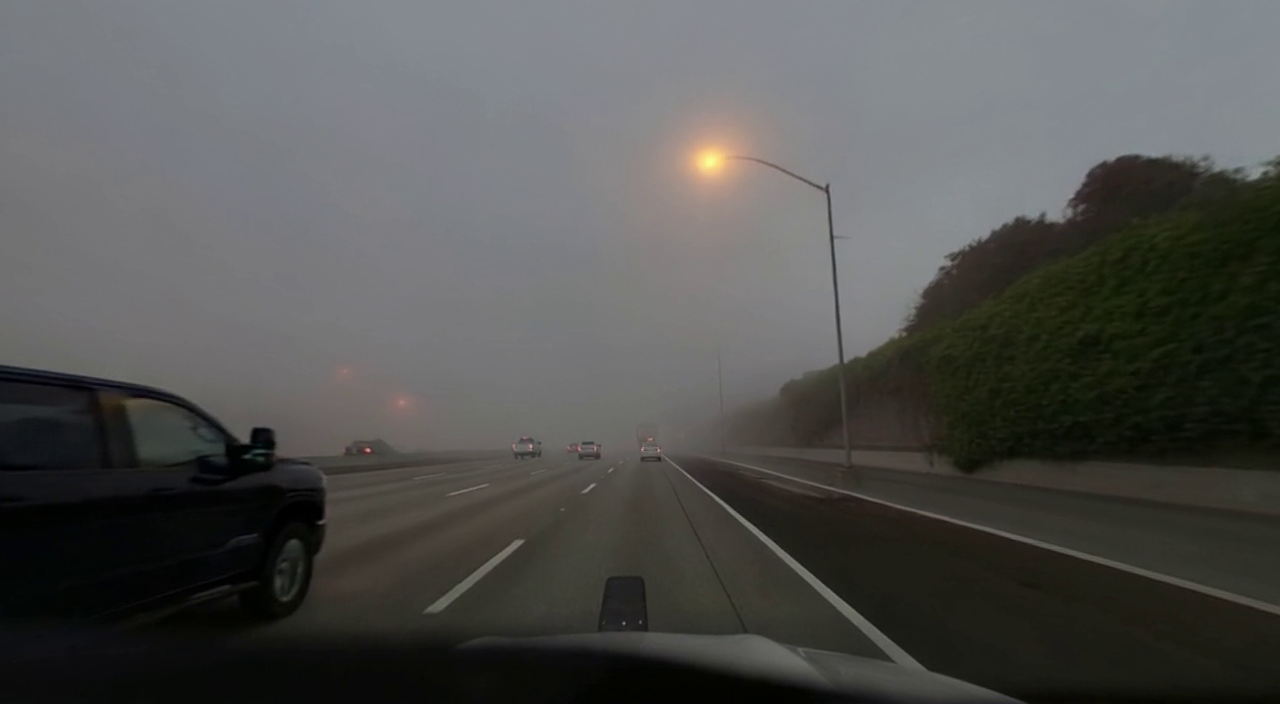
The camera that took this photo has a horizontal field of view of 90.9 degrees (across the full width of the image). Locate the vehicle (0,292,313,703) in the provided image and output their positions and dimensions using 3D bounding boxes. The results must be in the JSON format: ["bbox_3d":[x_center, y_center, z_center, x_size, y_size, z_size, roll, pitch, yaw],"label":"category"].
[{"bbox_3d":[-3.232,0.634,1.633,2.124,1.787,4.830,0,-8,1],"label":"vehicle"}]

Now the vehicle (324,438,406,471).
[{"bbox_3d":[-13.564,5.065,31.443,1.952,1.469,4.639,0,-8,1],"label":"vehicle"}]

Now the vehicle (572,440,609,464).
[{"bbox_3d":[-3.143,6.448,40.889,2.056,1.480,4.022,0,-8,1],"label":"vehicle"}]

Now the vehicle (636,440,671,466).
[{"bbox_3d":[0.804,6.213,39.111,2.073,1.480,4.343,0,-8,0],"label":"vehicle"}]
